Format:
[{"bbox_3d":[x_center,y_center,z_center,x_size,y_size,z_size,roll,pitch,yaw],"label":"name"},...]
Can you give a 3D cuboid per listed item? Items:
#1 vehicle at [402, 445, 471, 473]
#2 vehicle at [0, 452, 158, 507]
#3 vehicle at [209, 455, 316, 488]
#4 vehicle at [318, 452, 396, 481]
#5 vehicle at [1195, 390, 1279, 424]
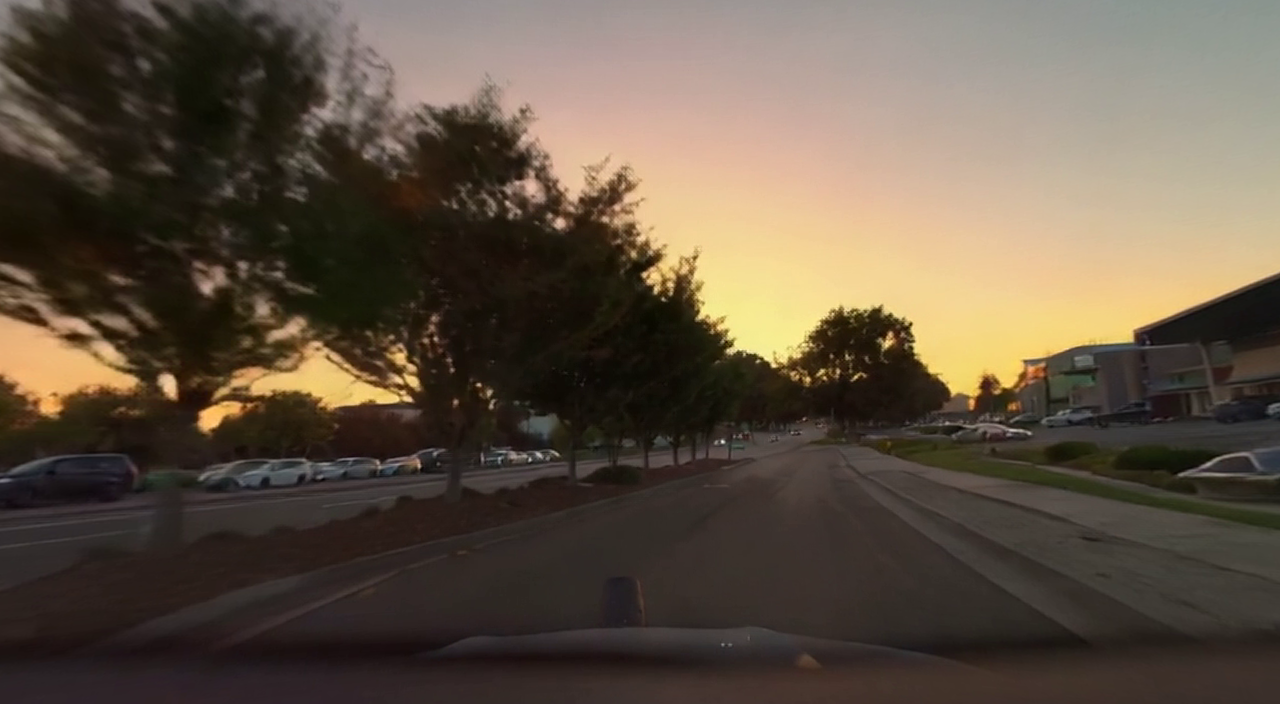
[{"bbox_3d":[-14.562,7.711,45.394,1.967,1.683,5.223,-9,-12,17],"label":"vehicle"},{"bbox_3d":[-21.489,4.735,23.948,1.969,1.758,4.662,-3,-9,17],"label":"vehicle"},{"bbox_3d":[-18.798,5.929,31.622,1.832,1.473,4.377,-3,-9,18],"label":"vehicle"},{"bbox_3d":[-16.969,6.846,37.986,1.851,1.450,4.396,-9,-11,15],"label":"vehicle"},{"bbox_3d":[32.503,2.982,34.166,3.335,1.398,1.535,-5,-9,-7],"label":"vehicle"}]
